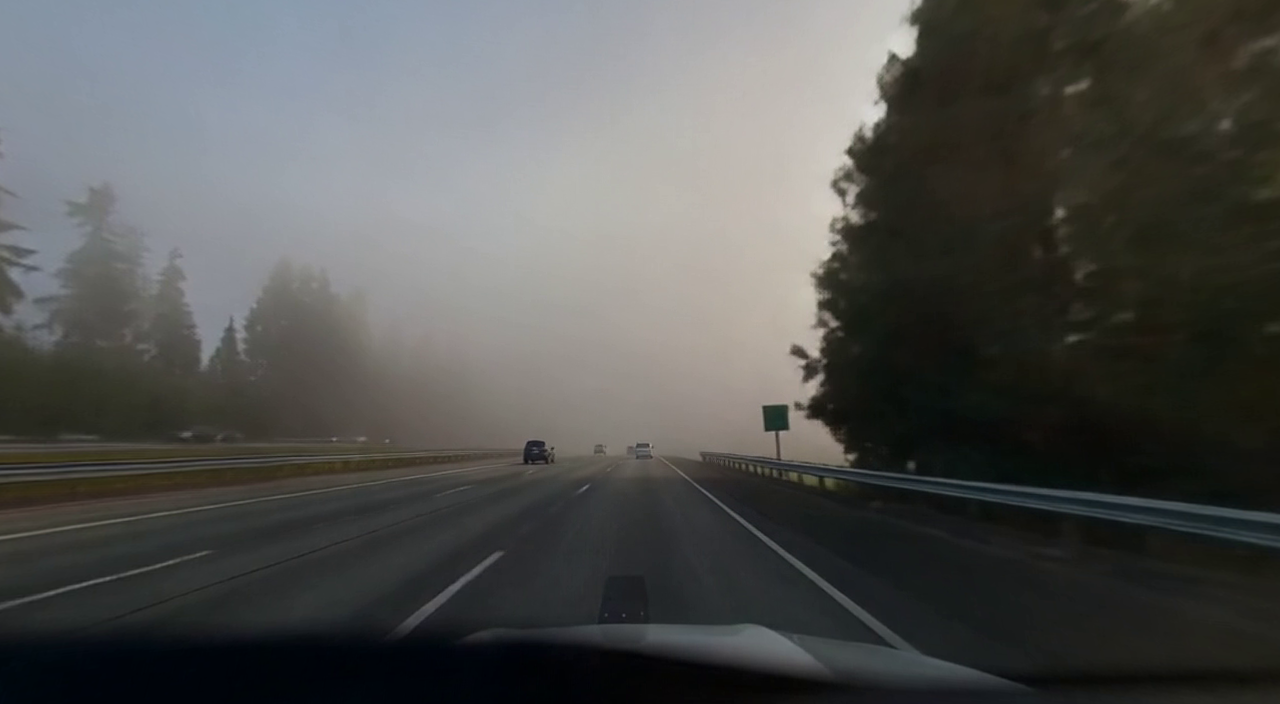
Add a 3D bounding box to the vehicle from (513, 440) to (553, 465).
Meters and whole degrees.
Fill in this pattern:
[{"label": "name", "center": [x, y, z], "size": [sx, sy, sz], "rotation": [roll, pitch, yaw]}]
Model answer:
[{"label": "vehicle", "center": [-7.214, 6.840, 42.870], "size": [1.972, 1.603, 3.891], "rotation": [0, -8, 1]}]
